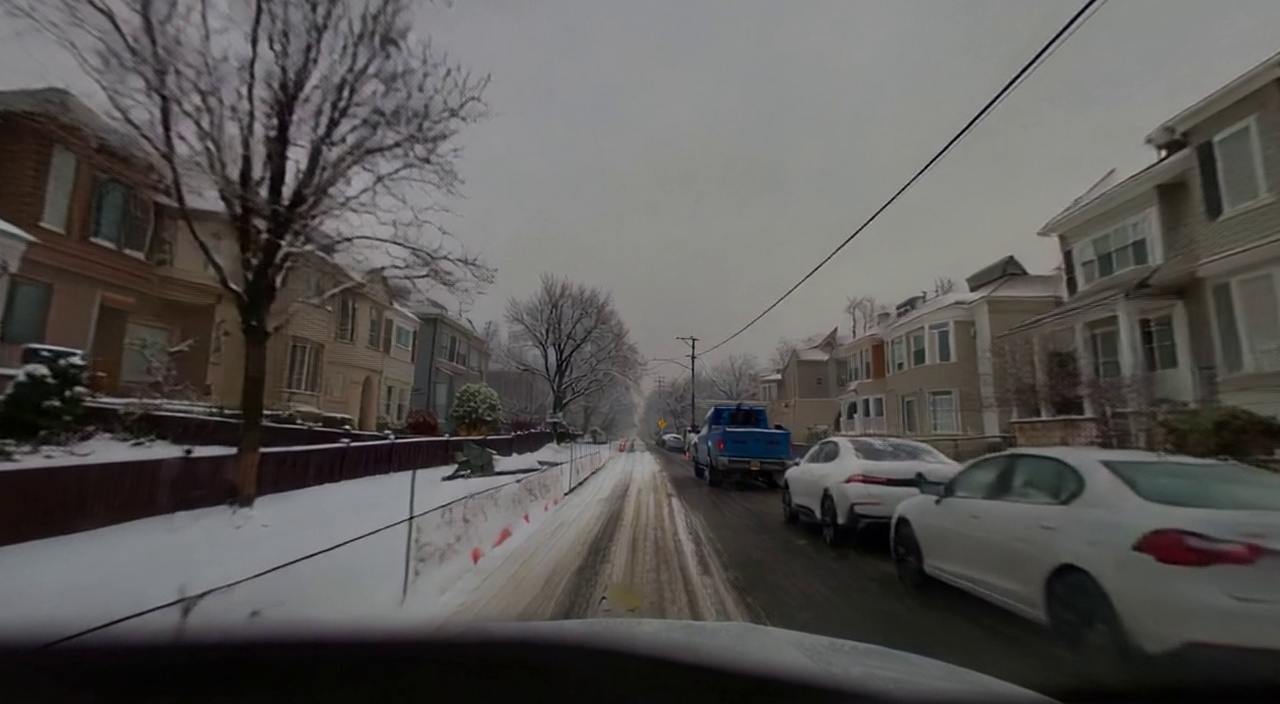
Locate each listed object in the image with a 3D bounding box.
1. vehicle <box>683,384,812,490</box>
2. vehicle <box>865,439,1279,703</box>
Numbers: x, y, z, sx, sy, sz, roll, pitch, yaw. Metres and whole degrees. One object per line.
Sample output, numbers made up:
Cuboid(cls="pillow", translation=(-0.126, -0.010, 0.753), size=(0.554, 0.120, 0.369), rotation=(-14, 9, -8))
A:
Cuboid(cls="vehicle", translation=(3.059, 2.659, 19.835), size=(2.879, 2.801, 6.142), rotation=(0, -8, -1))
Cuboid(cls="vehicle", translation=(3.364, 1.379, 4.652), size=(1.805, 1.436, 4.201), rotation=(0, -8, -1))
